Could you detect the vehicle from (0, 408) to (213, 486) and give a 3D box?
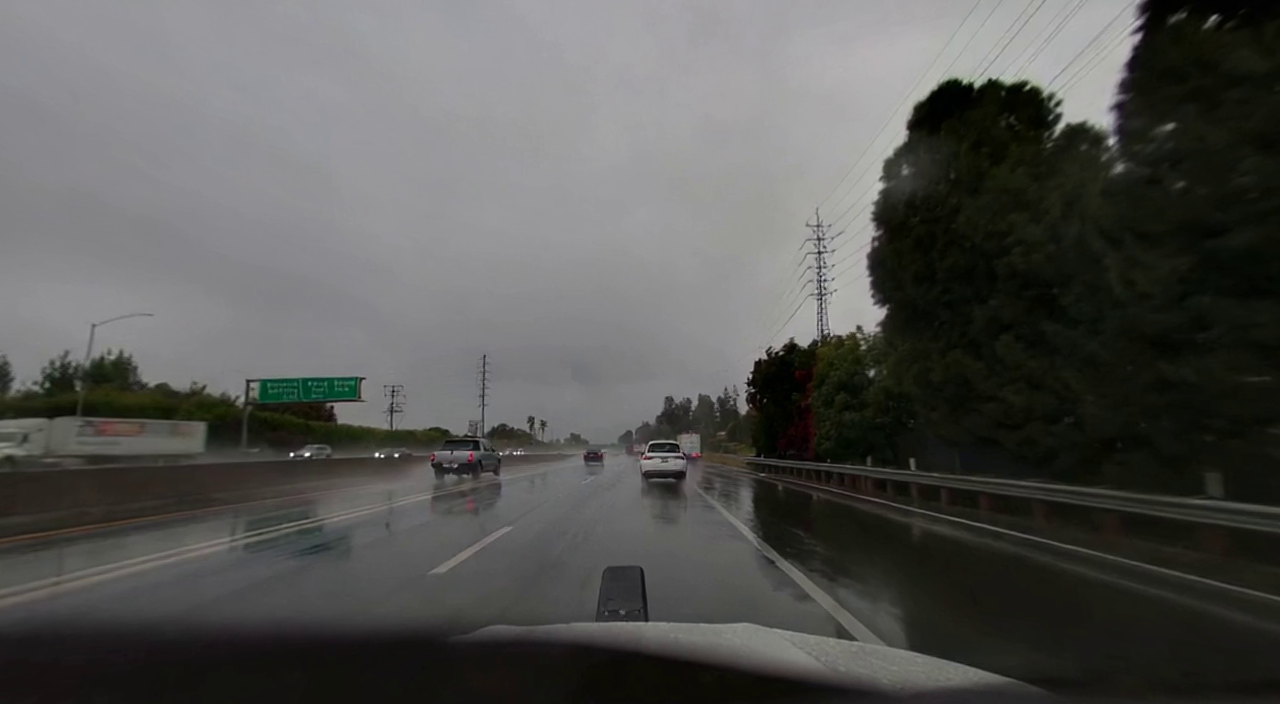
[{"bbox_3d":[-27.376,4.744,31.576,2.964,3.111,12.904,0,-8,0],"label":"vehicle"}]

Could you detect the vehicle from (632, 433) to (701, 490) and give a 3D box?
[{"bbox_3d":[0.828,3.702,21.623,2.134,1.733,4.049,0,-8,0],"label":"vehicle"}]

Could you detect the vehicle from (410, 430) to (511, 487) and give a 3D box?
[{"bbox_3d":[-6.294,3.795,22.798,2.220,1.841,4.516,0,-8,1],"label":"vehicle"}]
